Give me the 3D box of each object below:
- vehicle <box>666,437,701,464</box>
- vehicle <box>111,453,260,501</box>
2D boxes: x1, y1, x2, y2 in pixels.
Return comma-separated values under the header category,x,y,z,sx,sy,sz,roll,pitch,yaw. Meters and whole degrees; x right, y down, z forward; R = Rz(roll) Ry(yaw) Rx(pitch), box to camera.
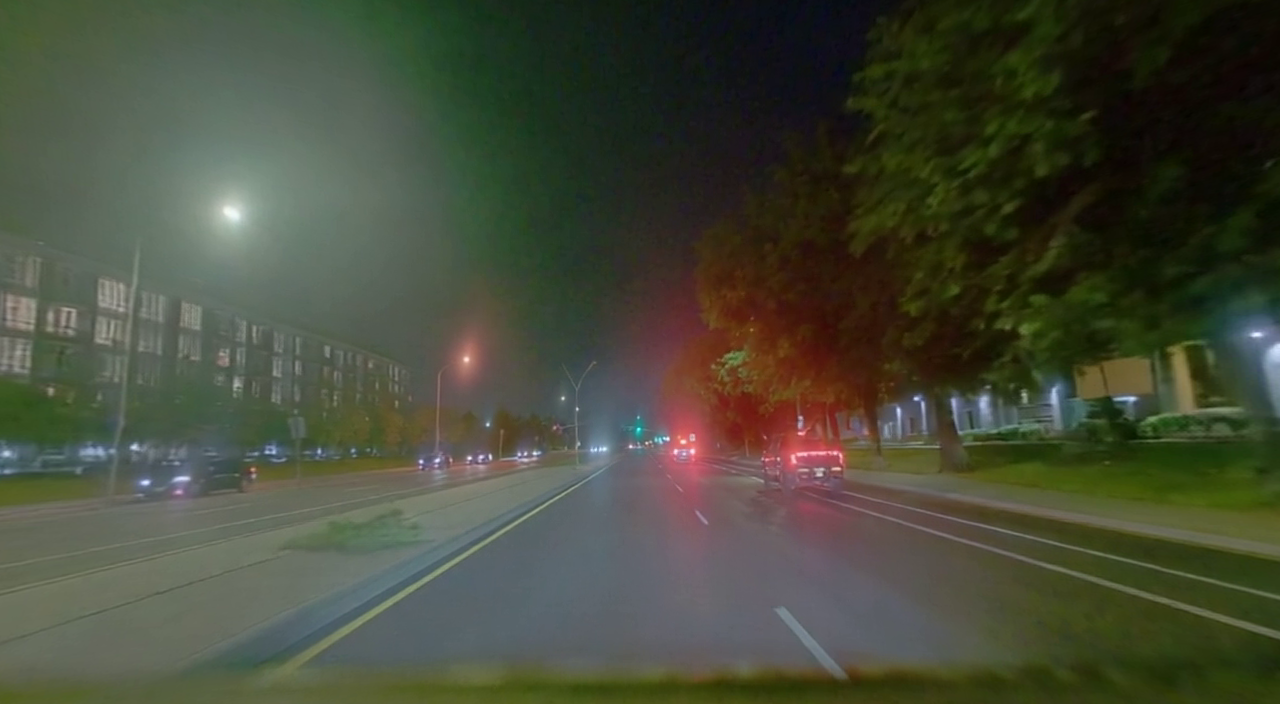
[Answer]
category,x,y,z,sx,sy,sz,roll,pitch,yaw
vehicle,3.085,7.147,46.135,2.085,1.828,5.383,0,-8,-1
vehicle,-17.018,4.666,24.037,1.973,1.536,4.871,0,-8,1
